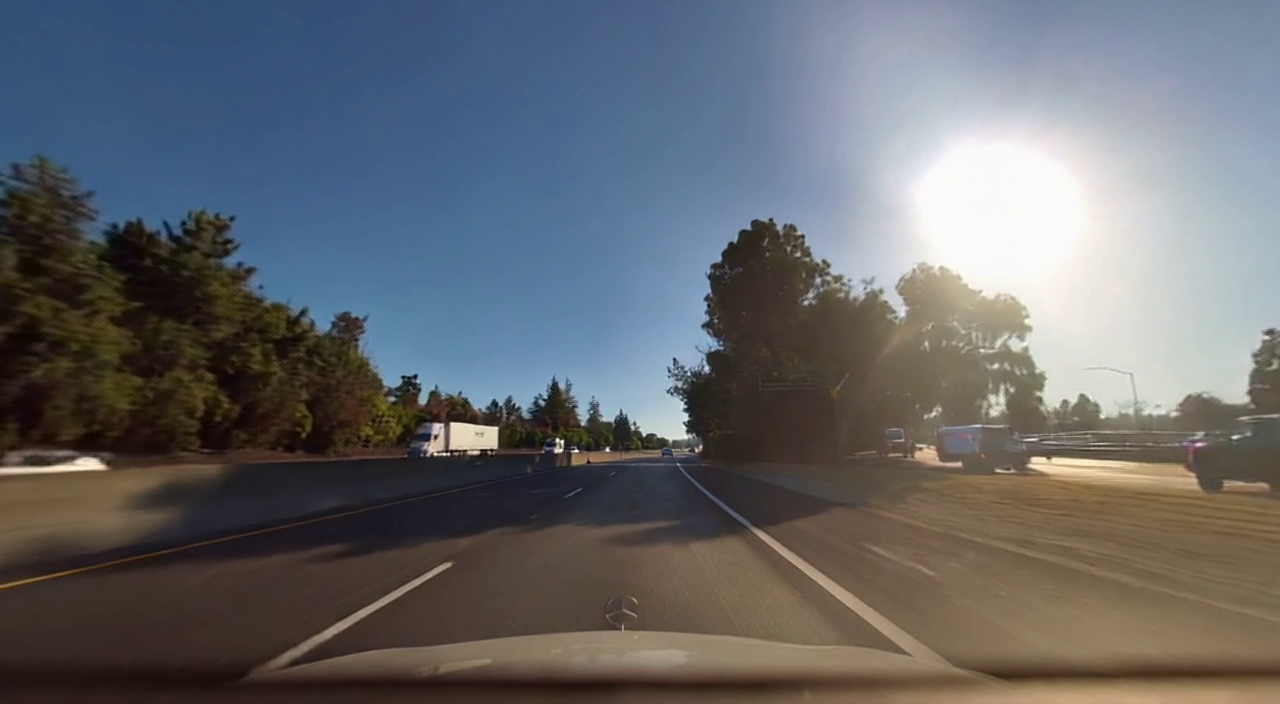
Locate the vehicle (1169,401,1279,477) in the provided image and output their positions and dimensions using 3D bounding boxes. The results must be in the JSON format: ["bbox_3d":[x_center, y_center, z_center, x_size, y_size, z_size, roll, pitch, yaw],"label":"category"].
[{"bbox_3d":[36.946,4.834,35.362,2.915,4.160,14.848,-4,-10,6],"label":"vehicle"}]
